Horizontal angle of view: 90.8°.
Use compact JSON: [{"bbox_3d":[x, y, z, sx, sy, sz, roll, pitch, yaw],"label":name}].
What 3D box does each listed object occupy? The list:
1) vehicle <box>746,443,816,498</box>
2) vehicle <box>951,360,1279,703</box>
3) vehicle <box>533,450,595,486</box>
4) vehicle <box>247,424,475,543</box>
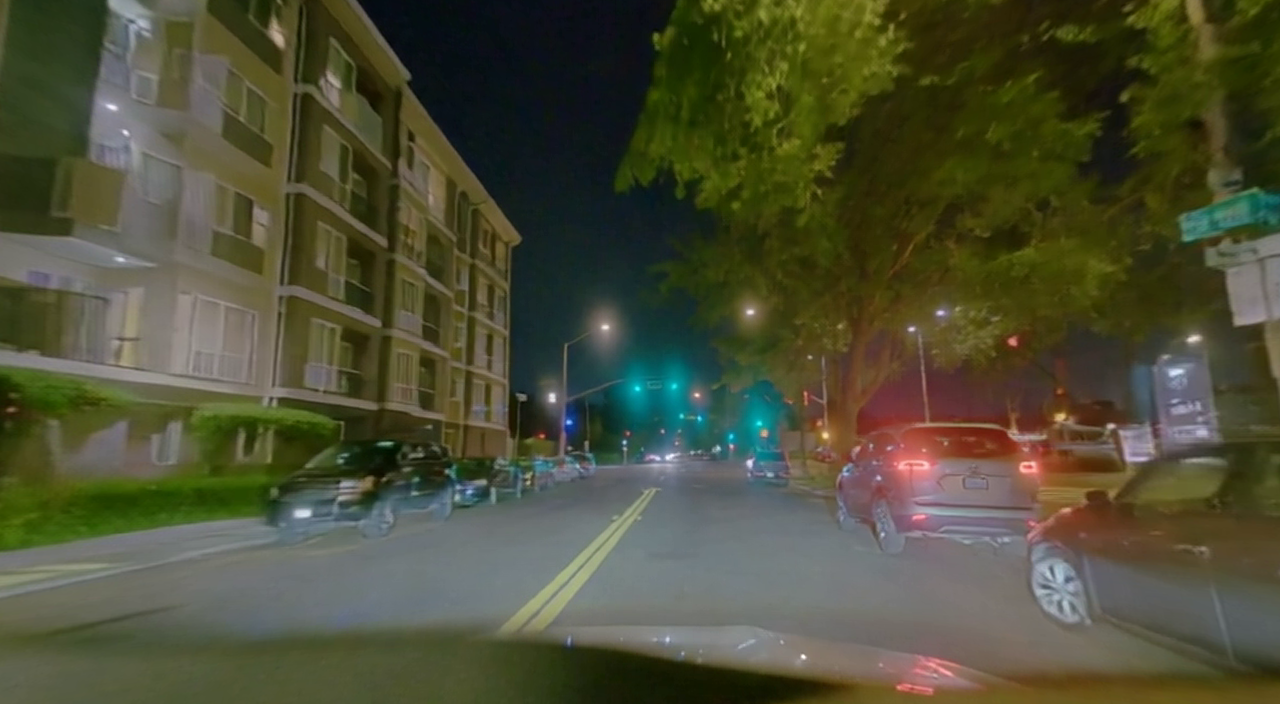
[{"bbox_3d":[5.352,4.517,24.654,2.034,1.689,4.978,-1,-6,5],"label":"vehicle"},{"bbox_3d":[3.567,0.972,3.006,2.153,1.685,4.586,-1,-8,5],"label":"vehicle"},{"bbox_3d":[-3.369,5.246,28.956,1.934,1.484,4.630,-1,-8,5],"label":"vehicle"},{"bbox_3d":[-4.971,2.389,12.202,1.993,1.817,4.619,-1,-8,4],"label":"vehicle"}]
